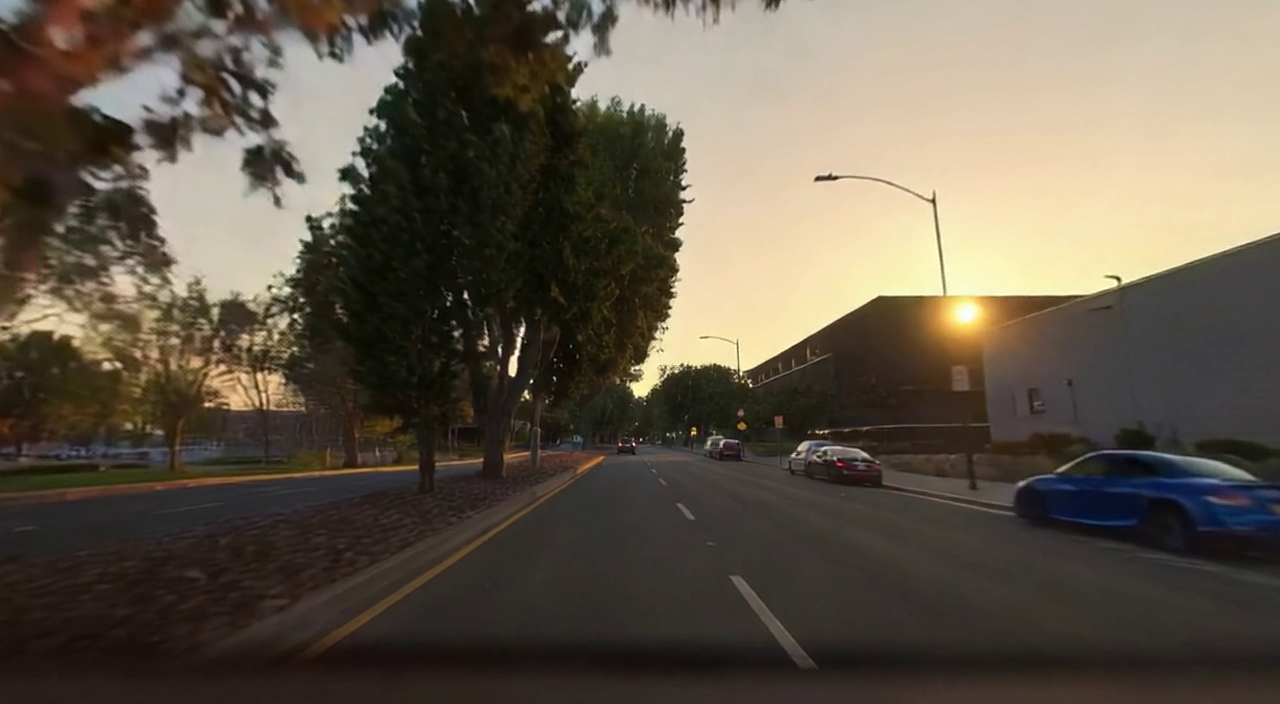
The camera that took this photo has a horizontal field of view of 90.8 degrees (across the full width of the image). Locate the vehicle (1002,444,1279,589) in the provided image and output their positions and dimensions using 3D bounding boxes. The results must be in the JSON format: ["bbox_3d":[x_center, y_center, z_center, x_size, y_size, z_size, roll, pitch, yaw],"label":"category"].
[{"bbox_3d":[7.431,2.016,8.777,1.991,1.446,4.685,0,-8,-1],"label":"vehicle"}]

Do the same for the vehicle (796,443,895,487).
[{"bbox_3d":[7.378,4.084,23.254,2.024,1.447,4.665,0,-8,0],"label":"vehicle"}]
